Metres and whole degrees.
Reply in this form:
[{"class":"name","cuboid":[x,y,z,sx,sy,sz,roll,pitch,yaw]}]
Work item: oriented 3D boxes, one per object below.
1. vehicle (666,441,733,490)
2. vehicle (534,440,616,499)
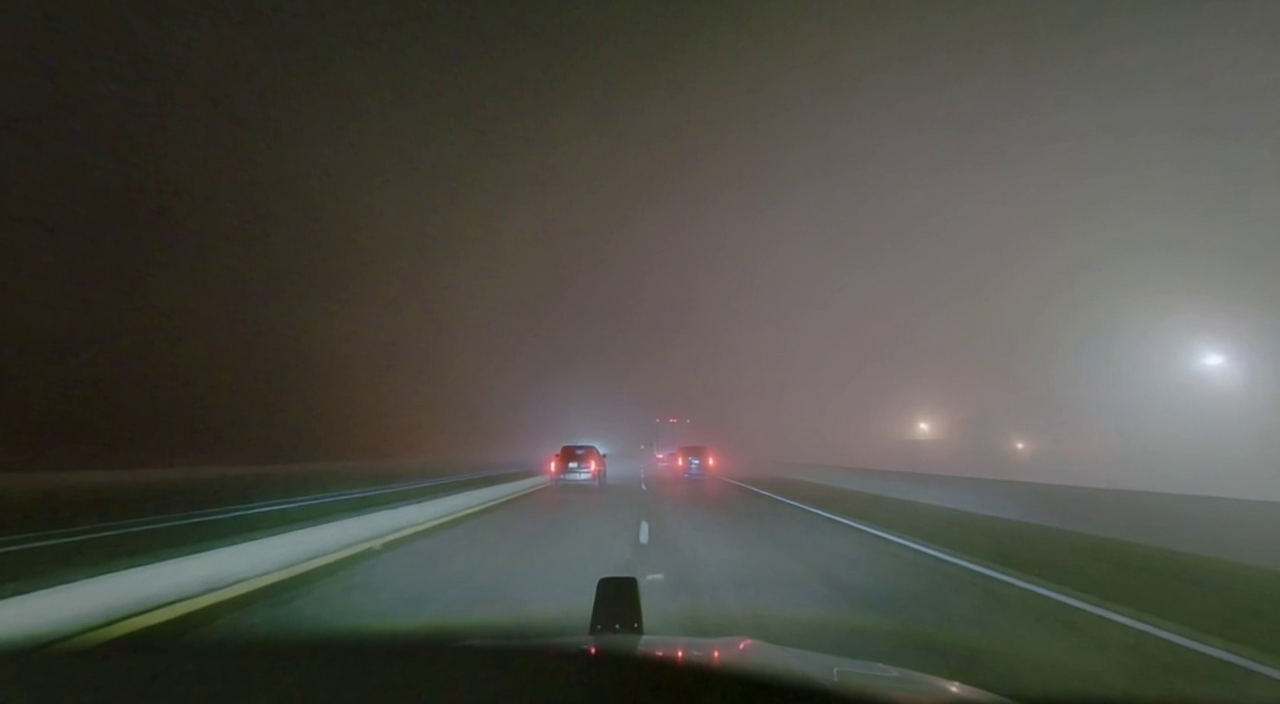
[{"class":"vehicle","cuboid":[2.205,4.372,24.485,2.230,1.715,4.243,0,-9,1]},{"class":"vehicle","cuboid":[-1.950,3.751,20.390,2.181,1.653,4.691,0,-9,0]}]
